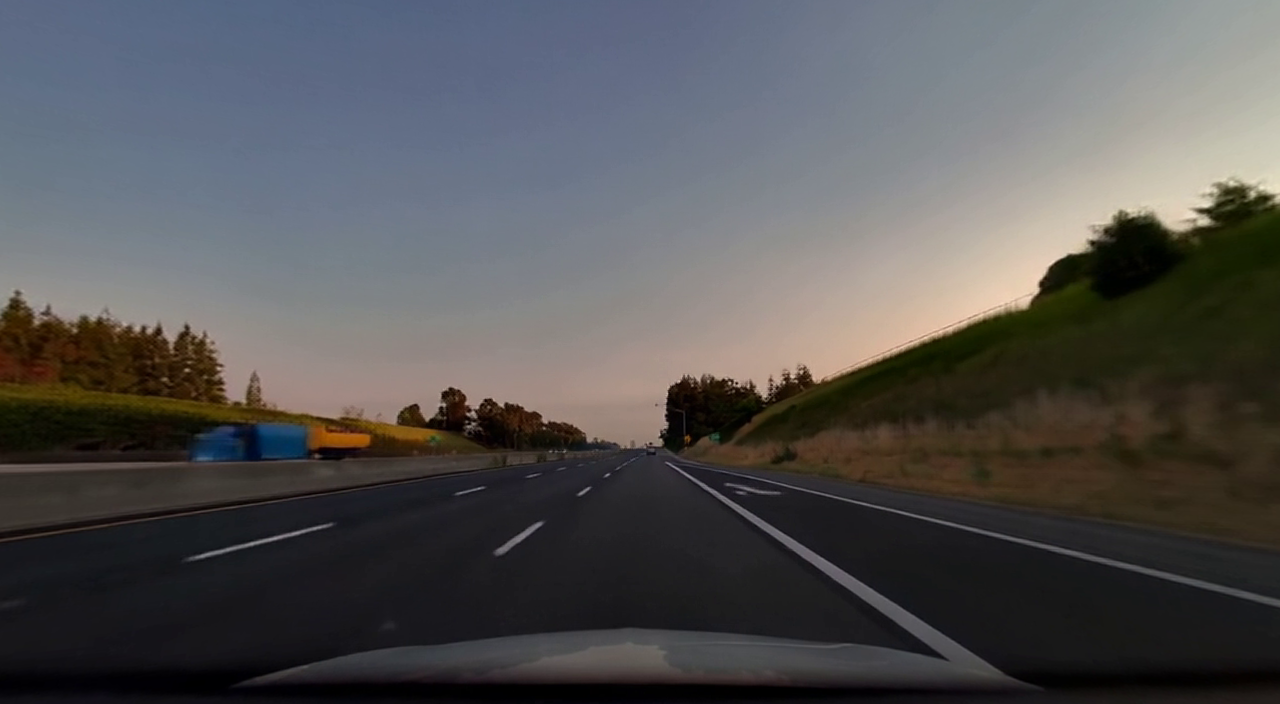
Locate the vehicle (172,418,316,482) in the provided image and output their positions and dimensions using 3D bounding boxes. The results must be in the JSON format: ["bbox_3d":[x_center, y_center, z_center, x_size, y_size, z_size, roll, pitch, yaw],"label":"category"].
[{"bbox_3d":[-22.052,5.574,35.806,2.916,3.179,7.832,0,-9,1],"label":"vehicle"}]
